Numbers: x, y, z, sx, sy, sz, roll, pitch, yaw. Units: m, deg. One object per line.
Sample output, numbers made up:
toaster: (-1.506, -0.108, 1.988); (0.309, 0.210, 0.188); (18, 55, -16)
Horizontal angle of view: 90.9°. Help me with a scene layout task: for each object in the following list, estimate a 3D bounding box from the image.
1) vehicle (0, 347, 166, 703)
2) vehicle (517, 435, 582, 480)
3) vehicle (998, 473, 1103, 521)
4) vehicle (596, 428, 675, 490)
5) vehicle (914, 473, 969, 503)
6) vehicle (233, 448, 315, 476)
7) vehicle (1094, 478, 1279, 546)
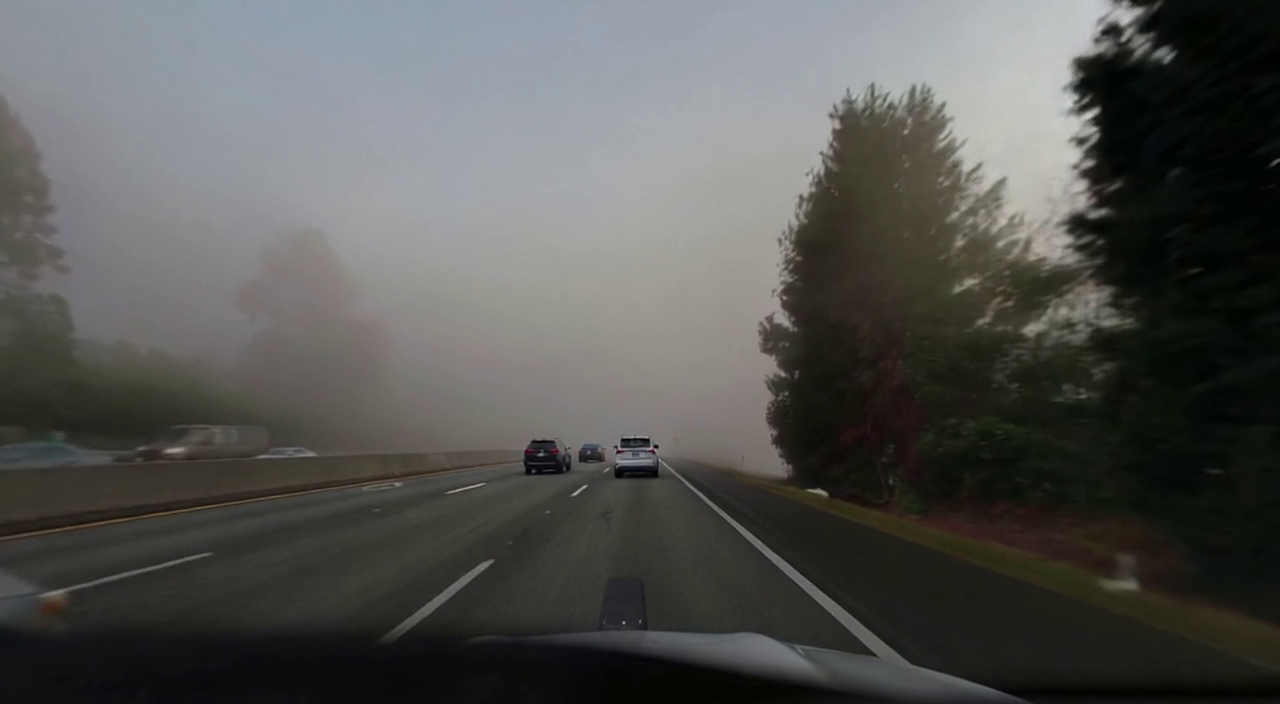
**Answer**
vehicle: (-3.414, 0.608, 0.855); (2.117, 1.665, 4.365); (0, -8, 0)
vehicle: (-3.793, 4.501, 27.271); (2.104, 1.754, 4.515); (0, -8, 1)
vehicle: (18.548, 6.535, 28.787); (1.965, 1.761, 4.363); (0, -8, 3)
vehicle: (-0.149, 3.487, 20.854); (2.319, 1.813, 4.274); (0, -8, 0)
vehicle: (19.897, 8.976, 41.809); (1.832, 1.624, 4.158); (-1, -8, 4)
vehicle: (-20.755, 6.214, 36.041); (1.886, 1.465, 4.632); (0, -8, 1)
vehicle: (17.841, 5.104, 20.608); (2.393, 1.795, 4.877); (-3, -11, 2)
